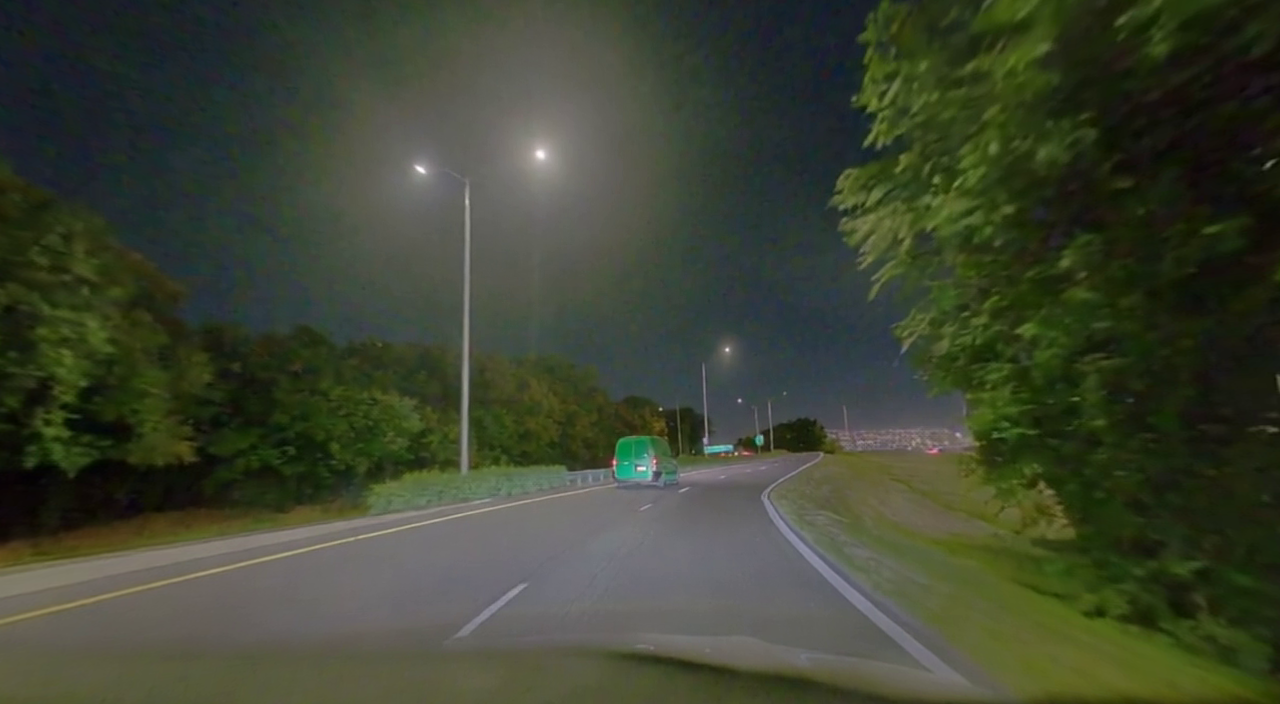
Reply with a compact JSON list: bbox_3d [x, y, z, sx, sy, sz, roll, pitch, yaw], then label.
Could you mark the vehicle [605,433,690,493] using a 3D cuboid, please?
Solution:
[{"bbox_3d":[0.410,4.180,23.900,2.270,2.023,4.632,-3,-9,13],"label":"vehicle"}]
